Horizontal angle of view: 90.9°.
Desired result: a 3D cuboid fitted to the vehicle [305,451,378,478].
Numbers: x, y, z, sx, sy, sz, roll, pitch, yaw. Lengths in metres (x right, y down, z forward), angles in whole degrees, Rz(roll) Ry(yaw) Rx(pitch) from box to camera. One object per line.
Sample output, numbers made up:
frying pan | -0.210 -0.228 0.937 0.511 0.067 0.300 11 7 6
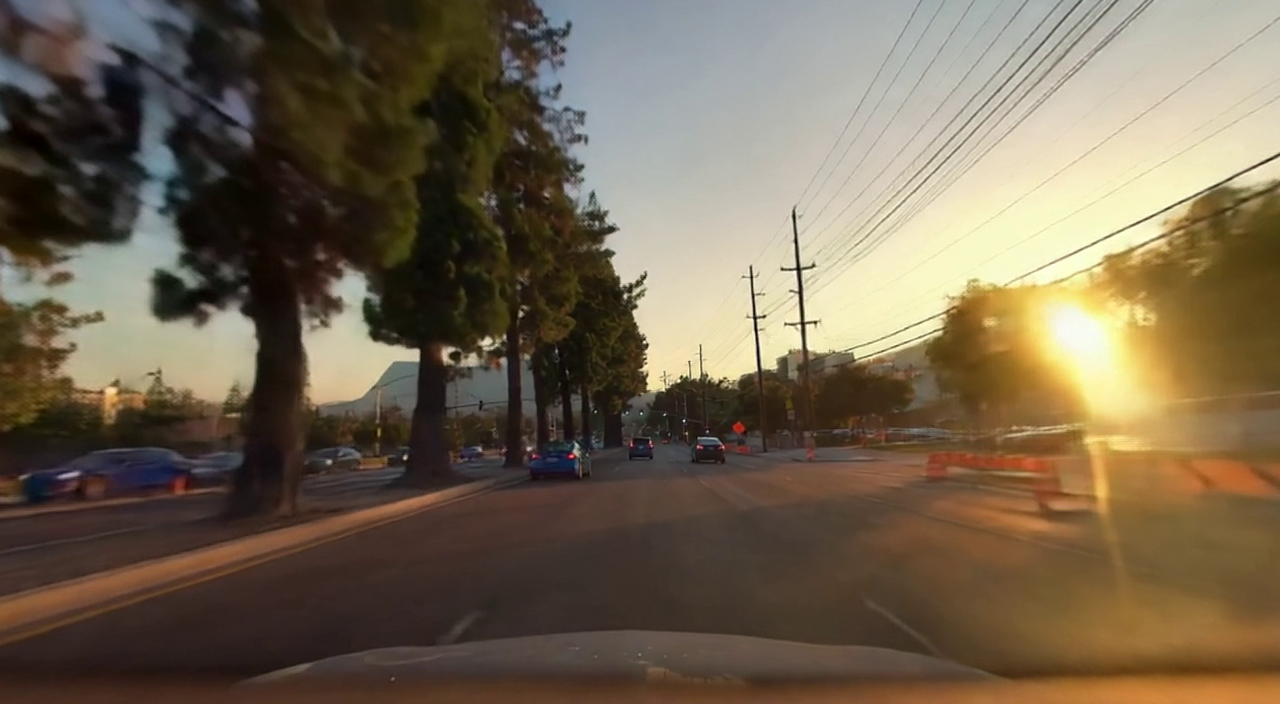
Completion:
vehicle | -17.382 6.542 36.959 1.924 1.446 4.625 -1 -8 1

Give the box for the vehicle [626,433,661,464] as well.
vehicle | 0.244 6.106 40.067 2.060 1.845 4.151 -1 -8 1

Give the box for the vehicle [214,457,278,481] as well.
vehicle | -27.194 8.087 43.675 1.676 1.438 4.232 0 -8 0

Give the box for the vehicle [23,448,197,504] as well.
vehicle | -17.694 4.109 21.416 2.036 1.649 4.493 0 -8 -1

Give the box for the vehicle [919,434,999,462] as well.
vehicle | 17.765 5.306 35.033 4.677 1.466 1.928 6 -10 -36

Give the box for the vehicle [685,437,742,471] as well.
vehicle | 3.389 4.816 29.982 2.142 1.475 4.565 0 -8 0

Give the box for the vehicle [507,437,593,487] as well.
vehicle | -2.895 3.683 21.463 2.087 1.480 4.825 -1 -8 1
